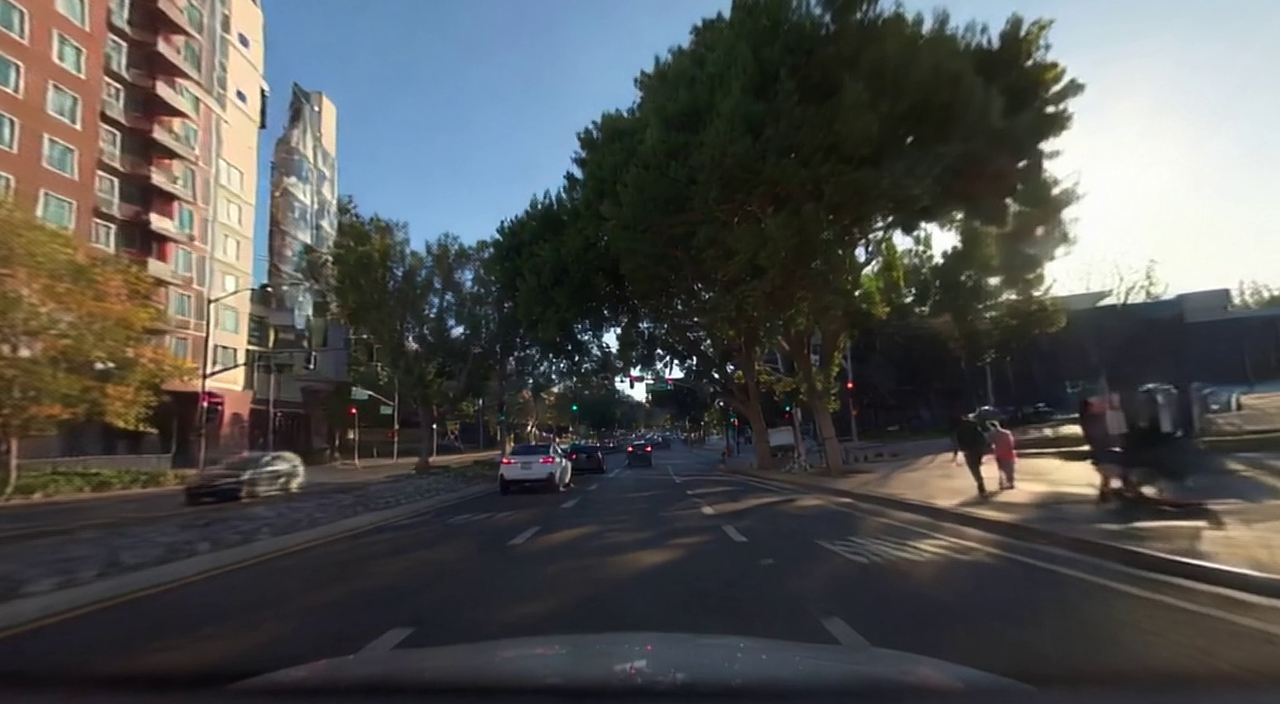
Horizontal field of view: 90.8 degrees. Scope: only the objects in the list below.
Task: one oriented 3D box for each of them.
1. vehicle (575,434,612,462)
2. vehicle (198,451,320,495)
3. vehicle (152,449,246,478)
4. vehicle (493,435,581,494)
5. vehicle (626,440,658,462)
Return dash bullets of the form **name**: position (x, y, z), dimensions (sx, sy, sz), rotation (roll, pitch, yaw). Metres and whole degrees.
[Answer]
- **vehicle**: position (-3.196, 6.756, 44.495), dimensions (2.152, 1.802, 4.628), rotation (-1, -9, 1)
- **vehicle**: position (-14.659, 4.636, 24.677), dimensions (1.918, 1.513, 4.581), rotation (0, -9, 0)
- **vehicle**: position (-29.688, 7.506, 42.603), dimensions (4.684, 1.806, 2.073), rotation (0, -9, -1)
- **vehicle**: position (-3.244, 3.661, 20.855), dimensions (2.116, 1.725, 4.315), rotation (0, -9, 1)
- **vehicle**: position (0.102, 6.754, 43.165), dimensions (2.095, 1.438, 3.843), rotation (0, -9, 0)
